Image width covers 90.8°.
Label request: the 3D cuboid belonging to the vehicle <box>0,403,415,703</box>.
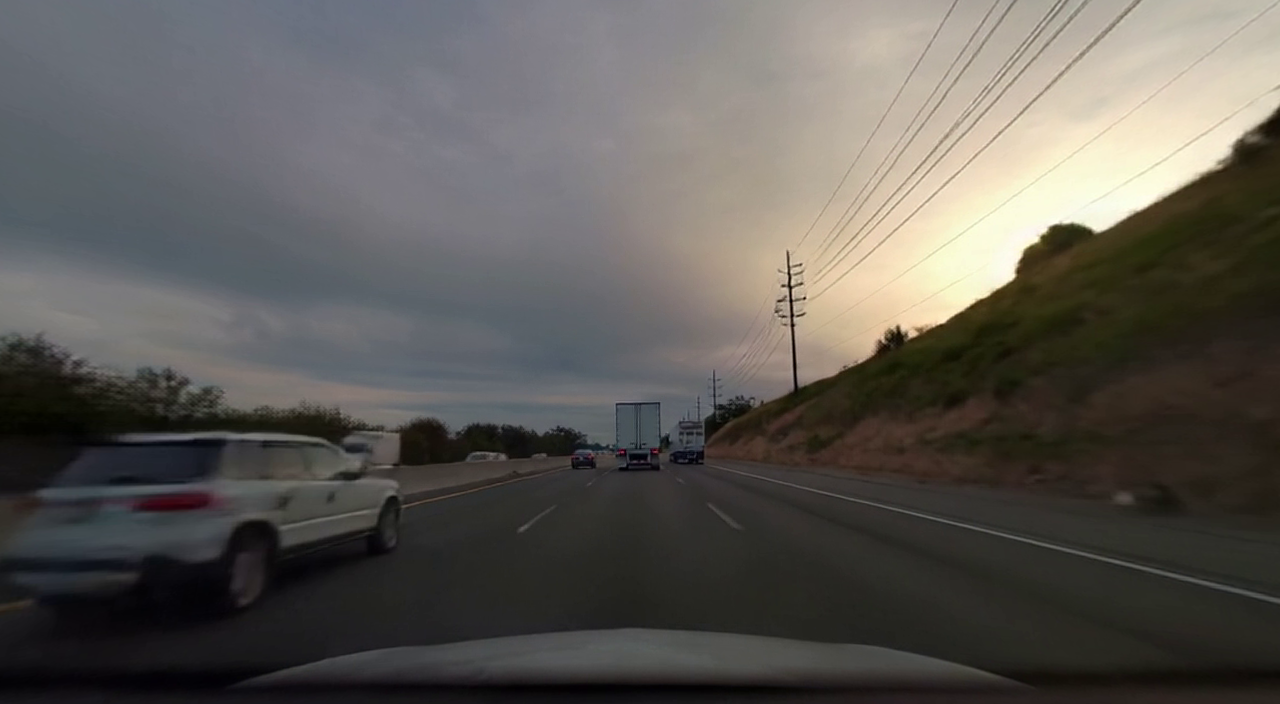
[{"bbox_3d":[-3.603,1.314,4.668,2.128,1.533,4.694,0,-9,0],"label":"vehicle"}]

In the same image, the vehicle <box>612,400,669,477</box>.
[{"bbox_3d":[0.104,5.428,38.986,2.985,4.025,10.982,0,-9,1],"label":"vehicle"}]

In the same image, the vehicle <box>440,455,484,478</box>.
[{"bbox_3d":[-11.967,7.713,42.683,1.766,1.423,4.036,0,-9,1],"label":"vehicle"}]

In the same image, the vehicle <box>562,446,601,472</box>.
[{"bbox_3d":[-3.931,7.285,43.019,2.170,1.657,4.573,0,-9,1],"label":"vehicle"}]
